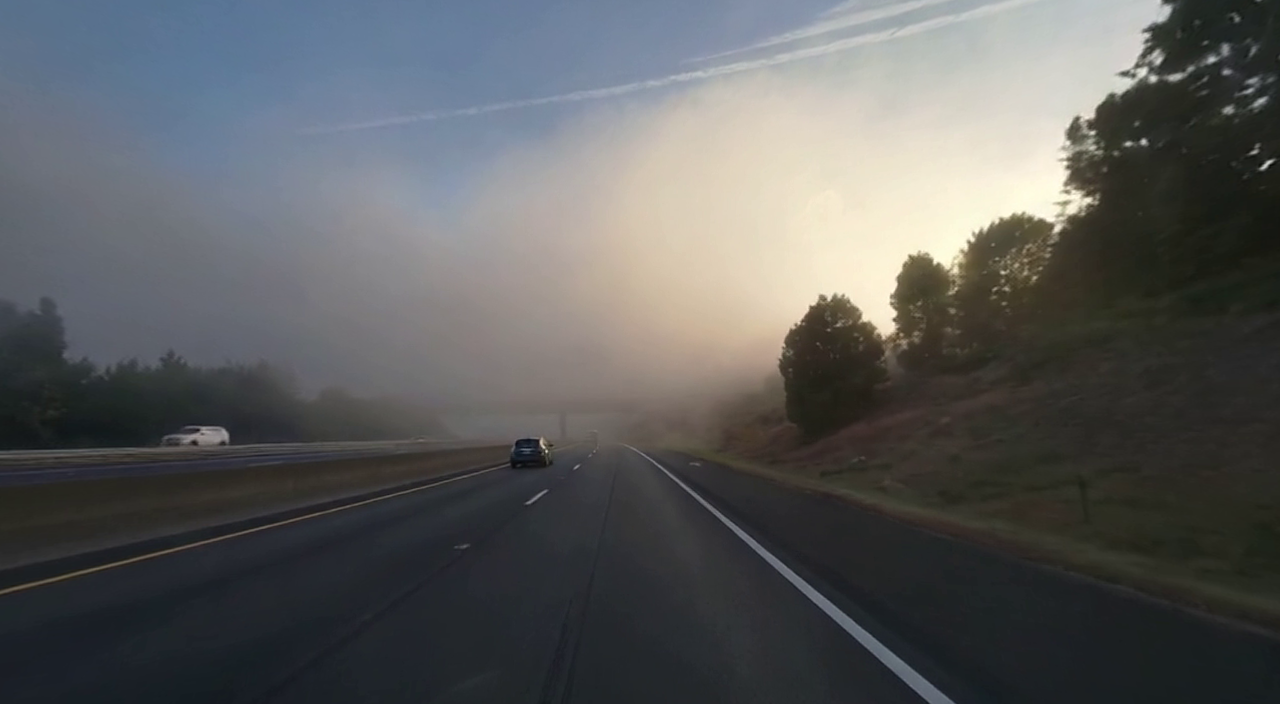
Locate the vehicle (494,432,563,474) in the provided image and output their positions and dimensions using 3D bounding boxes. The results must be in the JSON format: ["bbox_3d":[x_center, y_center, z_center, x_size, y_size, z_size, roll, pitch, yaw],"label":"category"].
[{"bbox_3d":[-4.337,3.981,25.170,2.005,1.509,4.260,0,-8,-1],"label":"vehicle"}]
